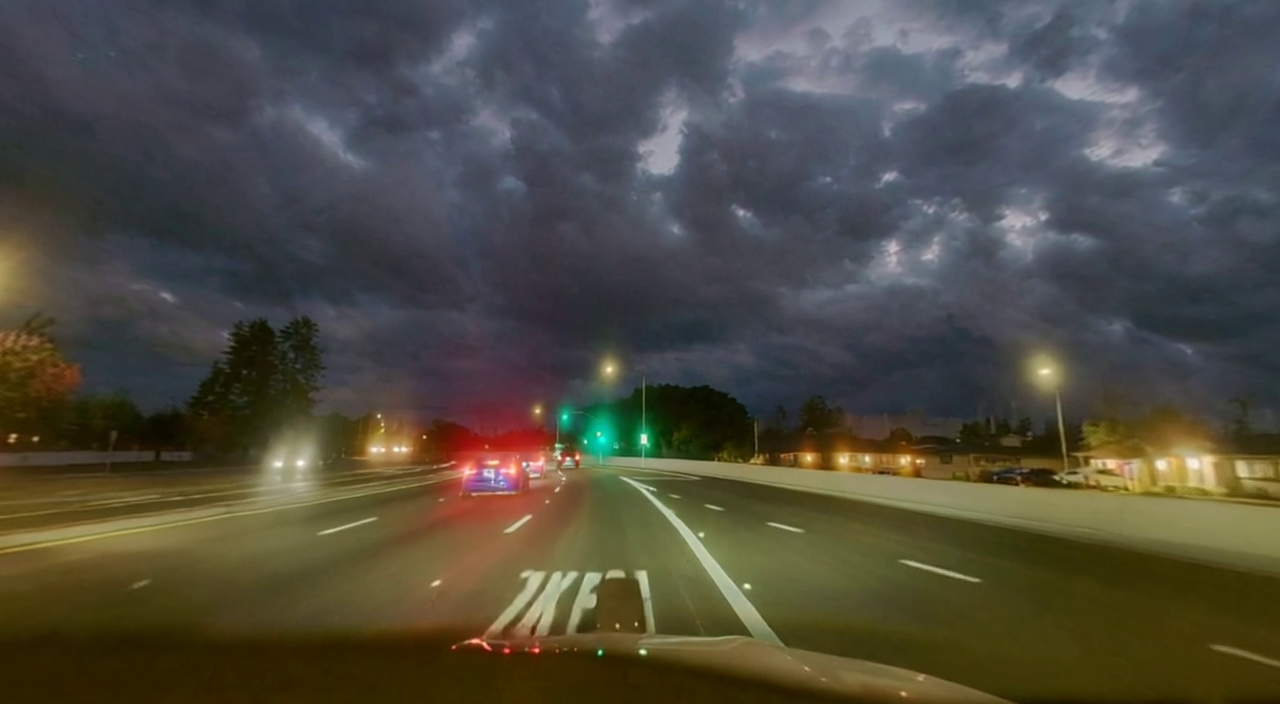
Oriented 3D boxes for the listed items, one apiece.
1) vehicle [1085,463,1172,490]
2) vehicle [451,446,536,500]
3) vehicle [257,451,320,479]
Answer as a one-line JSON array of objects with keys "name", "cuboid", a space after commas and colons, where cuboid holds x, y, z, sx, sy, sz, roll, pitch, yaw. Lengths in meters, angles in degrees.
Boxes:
[{"name": "vehicle", "cuboid": [35.965, 9.173, 46.685, 1.973, 1.671, 5.072, 1, -8, -7]}, {"name": "vehicle", "cuboid": [-4.961, 4.122, 22.052, 2.098, 1.613, 4.606, 0, -8, -3]}, {"name": "vehicle", "cuboid": [-22.100, 7.076, 39.871, 1.844, 1.582, 4.218, 0, -8, -5]}]
